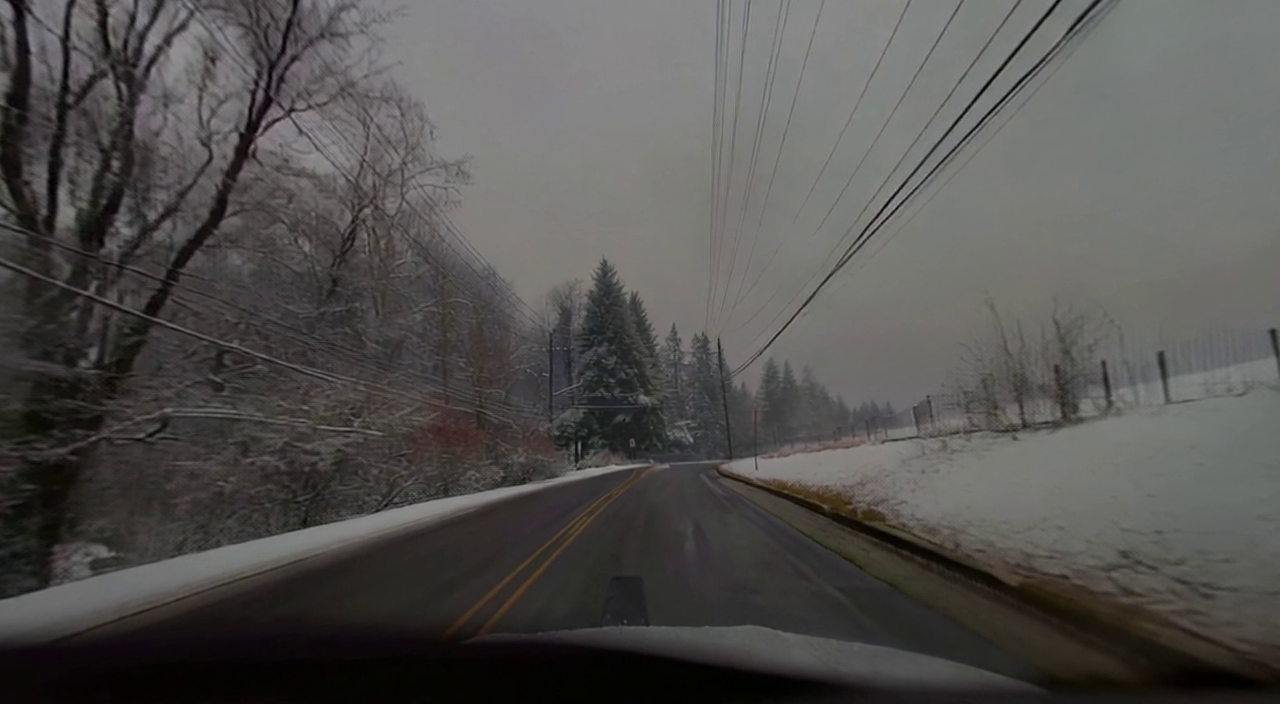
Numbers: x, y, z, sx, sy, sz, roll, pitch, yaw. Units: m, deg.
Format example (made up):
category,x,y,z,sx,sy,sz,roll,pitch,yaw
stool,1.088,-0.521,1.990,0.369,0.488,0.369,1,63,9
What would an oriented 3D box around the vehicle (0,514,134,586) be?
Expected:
category,x,y,z,sx,sy,sz,roll,pitch,yaw
vehicle,-18.926,6.231,20.082,4.018,1.791,1.978,-1,-7,7
